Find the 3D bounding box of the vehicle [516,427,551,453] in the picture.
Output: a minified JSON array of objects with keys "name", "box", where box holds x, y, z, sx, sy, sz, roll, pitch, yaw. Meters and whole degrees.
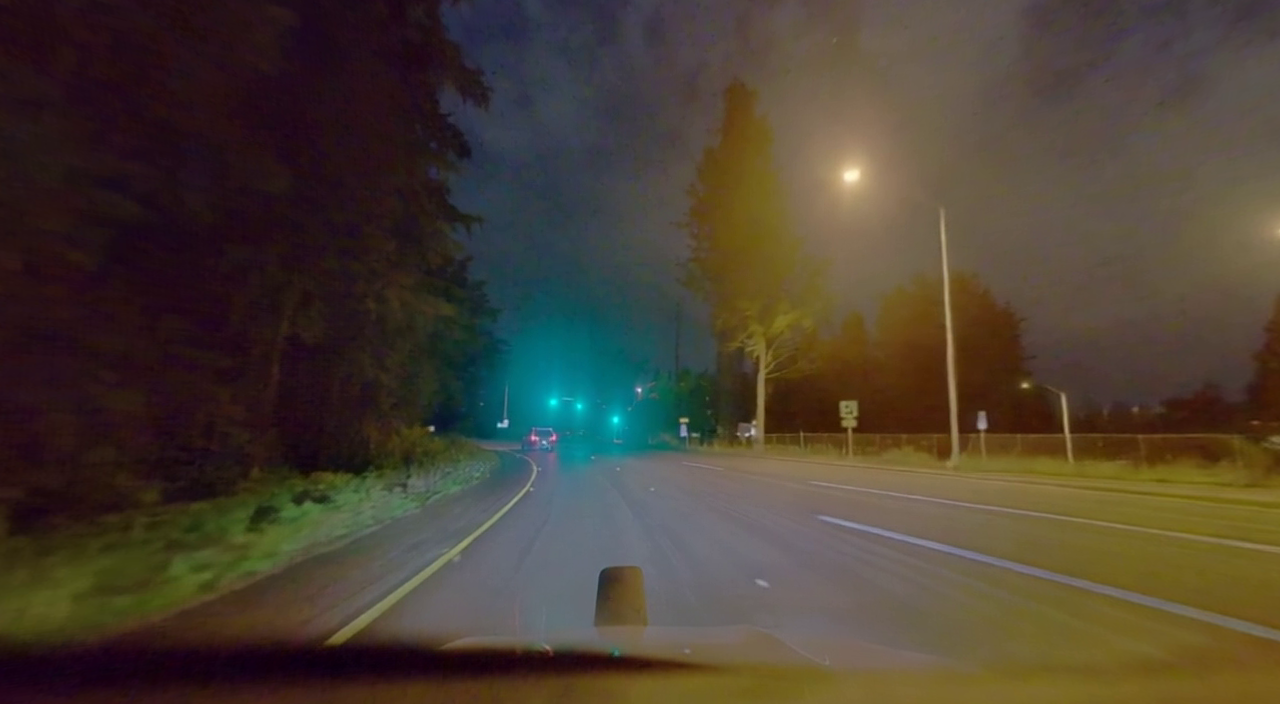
[{"name":"vehicle","box":[-7.689,6.347,45.127,1.947,1.729,4.051,2,-8,-17]}]
